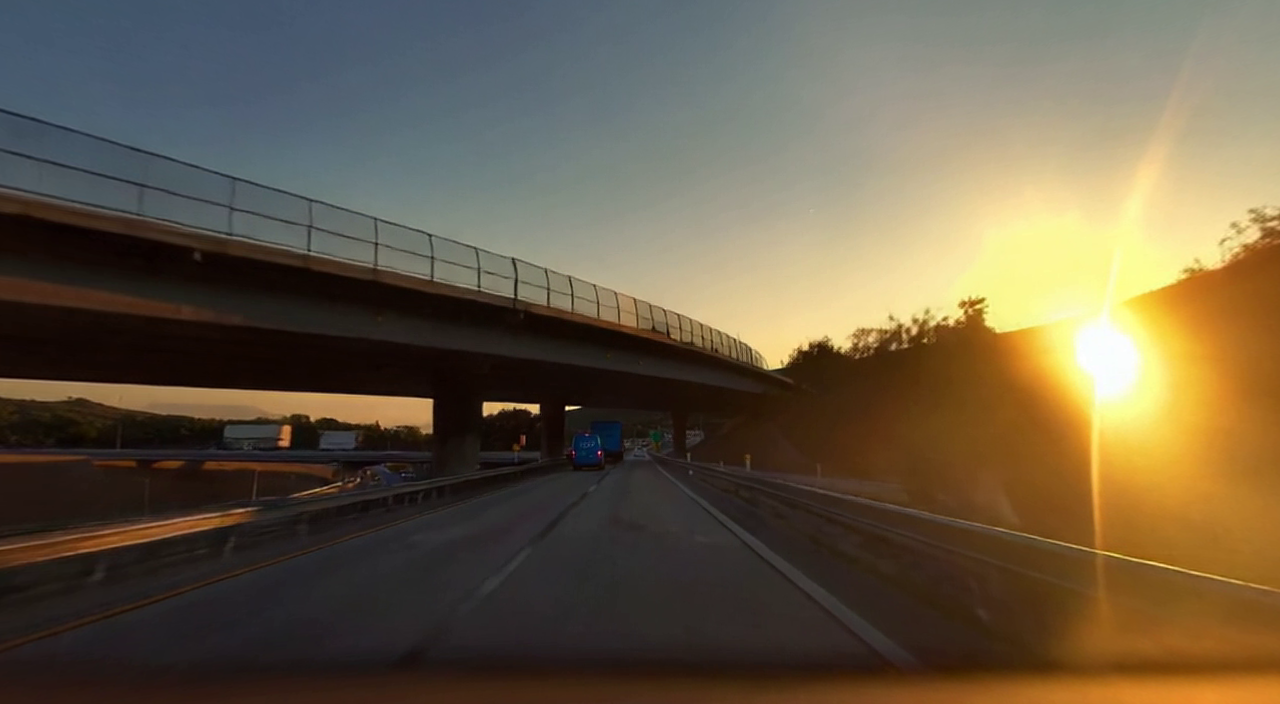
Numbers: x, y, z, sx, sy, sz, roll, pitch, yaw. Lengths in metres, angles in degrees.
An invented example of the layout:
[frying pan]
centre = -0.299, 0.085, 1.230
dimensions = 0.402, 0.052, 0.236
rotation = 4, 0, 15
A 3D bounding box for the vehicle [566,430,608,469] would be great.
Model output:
[vehicle]
centre = -3.760, 7.108, 45.735
dimensions = 2.463, 2.640, 7.034
rotation = 0, -9, 0
